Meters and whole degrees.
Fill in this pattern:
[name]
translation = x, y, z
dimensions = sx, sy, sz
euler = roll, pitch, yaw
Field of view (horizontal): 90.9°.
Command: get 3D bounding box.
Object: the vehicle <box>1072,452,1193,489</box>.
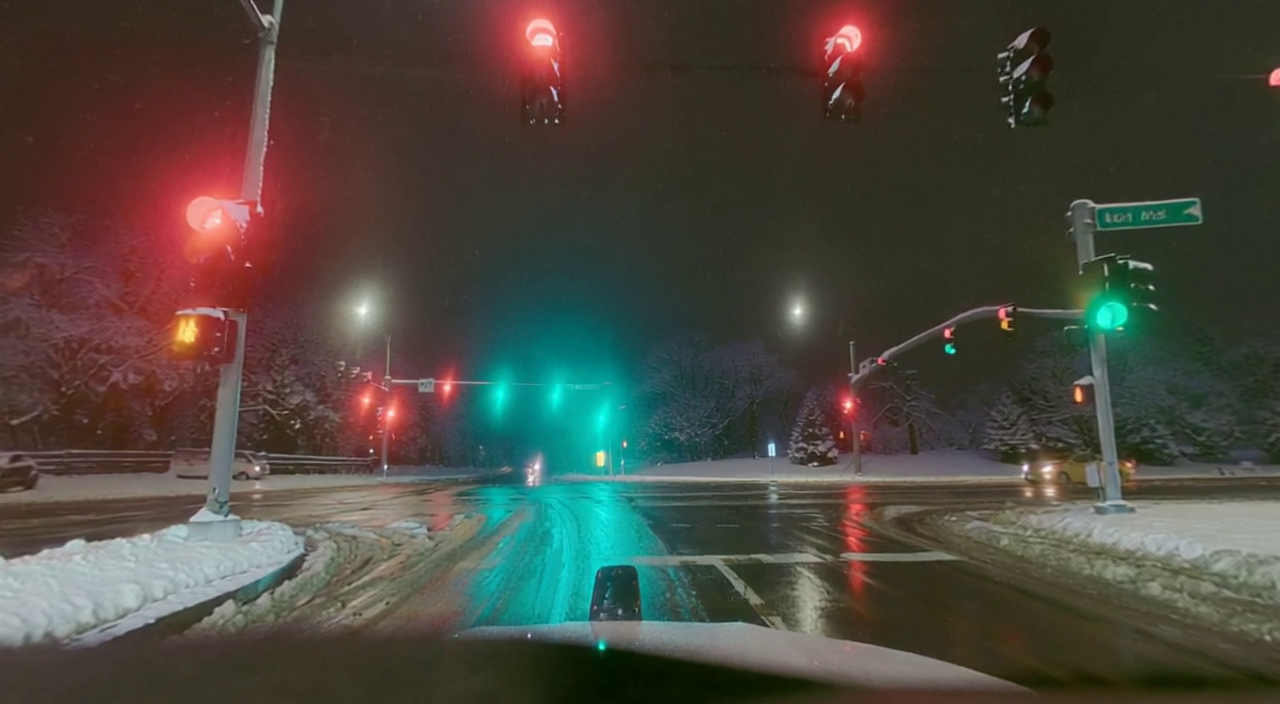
[vehicle]
translation = 22.704, 5.454, 29.124
dimensions = 3.998, 1.590, 1.936
euler = 1, -10, -6
